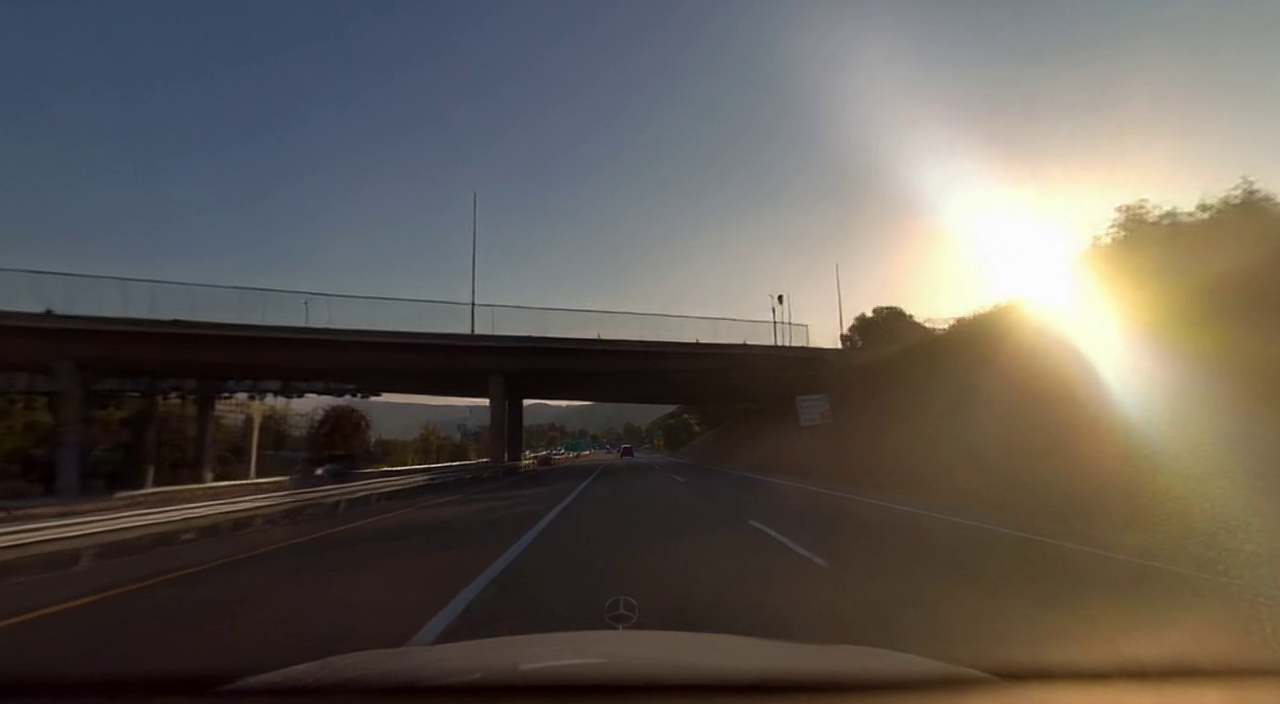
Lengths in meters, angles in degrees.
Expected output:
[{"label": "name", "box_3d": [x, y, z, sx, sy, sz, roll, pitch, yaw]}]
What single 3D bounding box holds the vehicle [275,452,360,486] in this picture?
[{"label": "vehicle", "box_3d": [-16.925, 6.139, 33.267, 2.083, 1.657, 4.606, 0, -9, -1]}]
